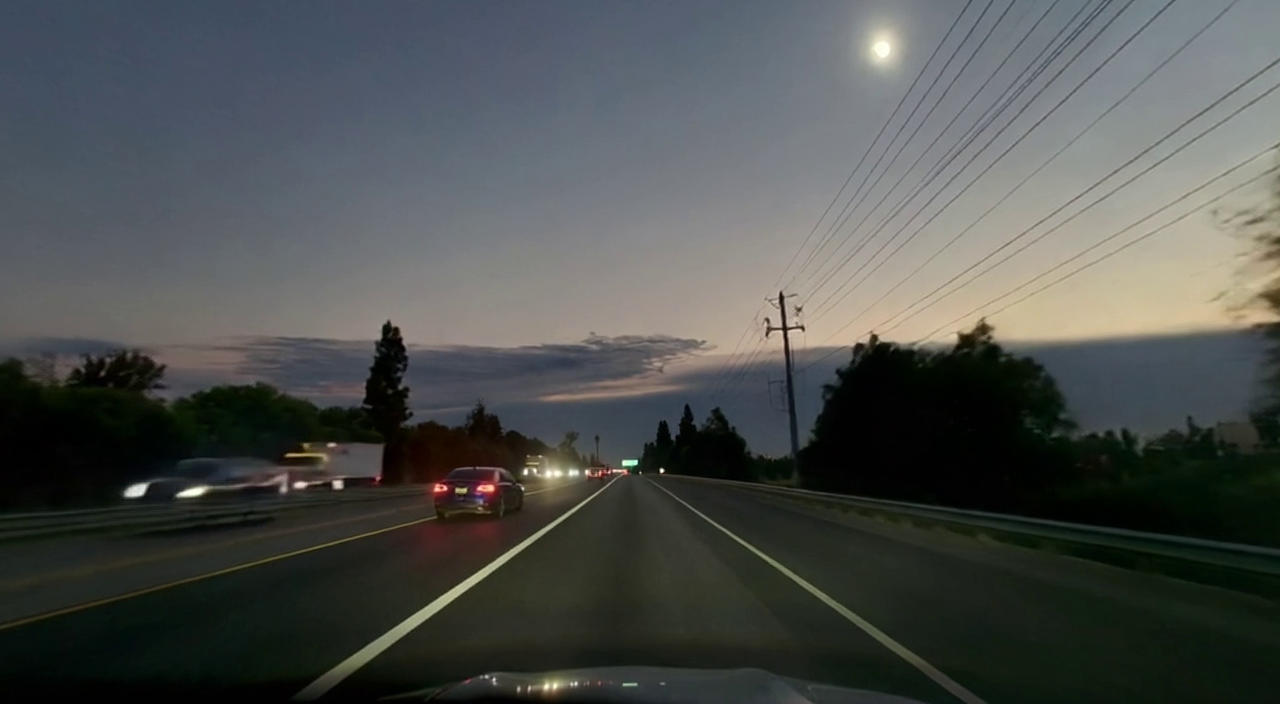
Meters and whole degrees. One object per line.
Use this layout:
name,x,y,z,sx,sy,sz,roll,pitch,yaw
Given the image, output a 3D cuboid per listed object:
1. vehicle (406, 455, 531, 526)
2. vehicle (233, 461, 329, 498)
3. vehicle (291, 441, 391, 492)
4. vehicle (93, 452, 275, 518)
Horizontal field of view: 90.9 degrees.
vehicle,-4.123,3.430,15.965,1.963,1.501,4.227,1,-11,0
vehicle,-16.266,5.803,28.825,1.955,1.492,4.131,1,-11,-1
vehicle,-16.477,6.411,35.218,2.578,2.546,5.944,1,-11,0
vehicle,-12.779,3.766,18.108,1.949,1.624,4.291,1,-11,0
